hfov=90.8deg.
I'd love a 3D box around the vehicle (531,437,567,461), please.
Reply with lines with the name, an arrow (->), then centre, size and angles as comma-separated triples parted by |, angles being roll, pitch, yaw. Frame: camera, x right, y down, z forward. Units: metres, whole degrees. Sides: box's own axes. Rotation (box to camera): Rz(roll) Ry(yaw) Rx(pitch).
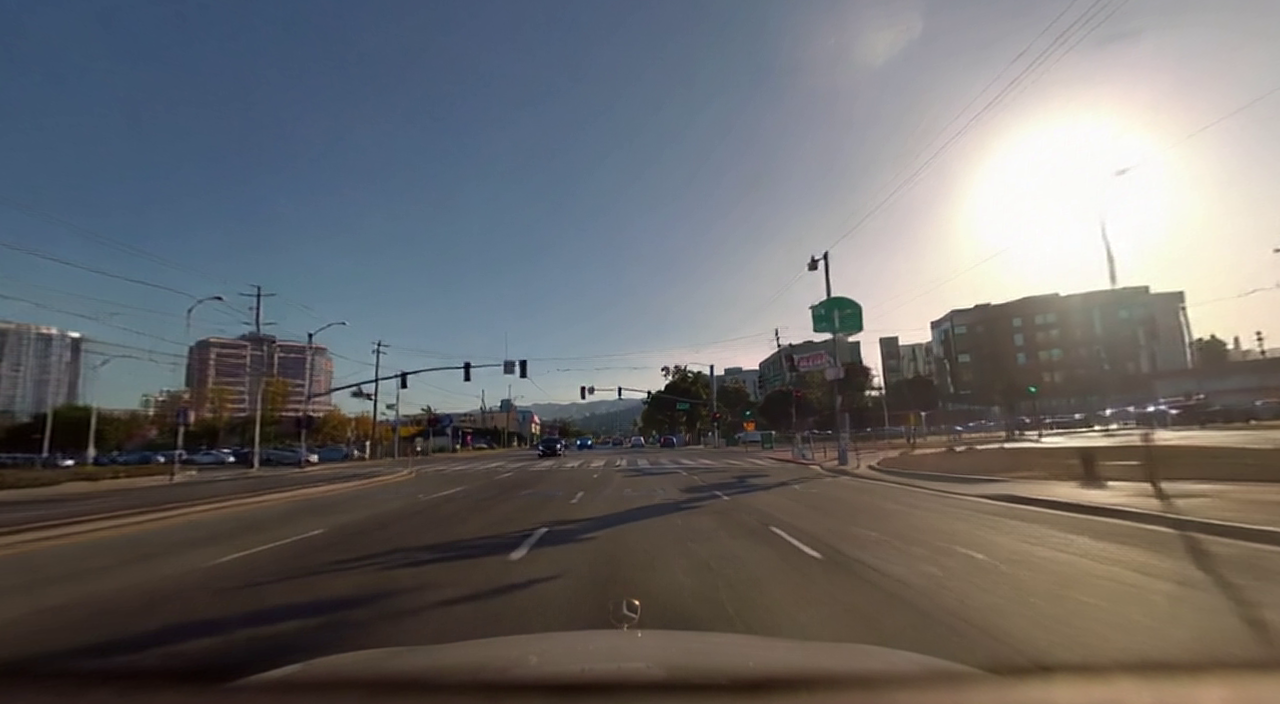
vehicle -> -6.889, 7.399, 48.420 | 2.074, 1.692, 4.333 | -1, -8, 0
